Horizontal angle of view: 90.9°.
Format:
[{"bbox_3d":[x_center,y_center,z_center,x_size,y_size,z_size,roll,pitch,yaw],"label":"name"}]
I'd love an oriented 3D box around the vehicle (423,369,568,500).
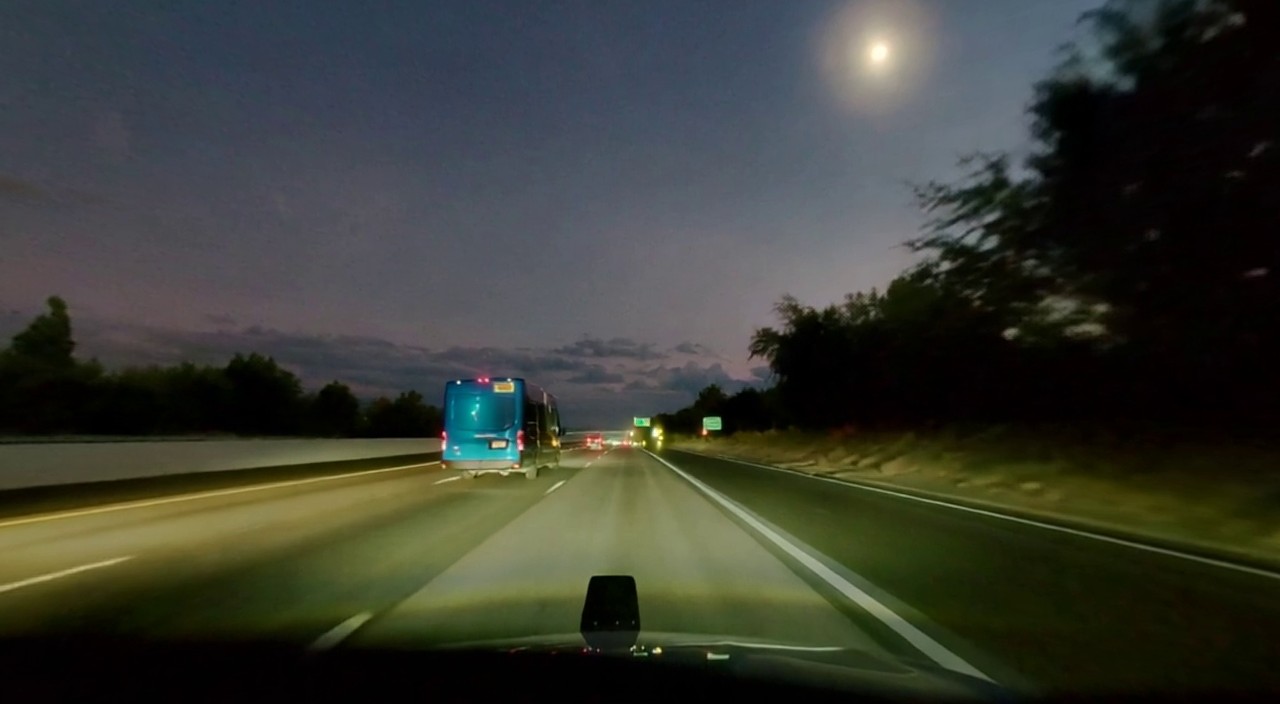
[{"bbox_3d":[-4.026,2.515,19.464,2.676,3.269,7.388,0,-7,0],"label":"vehicle"}]
